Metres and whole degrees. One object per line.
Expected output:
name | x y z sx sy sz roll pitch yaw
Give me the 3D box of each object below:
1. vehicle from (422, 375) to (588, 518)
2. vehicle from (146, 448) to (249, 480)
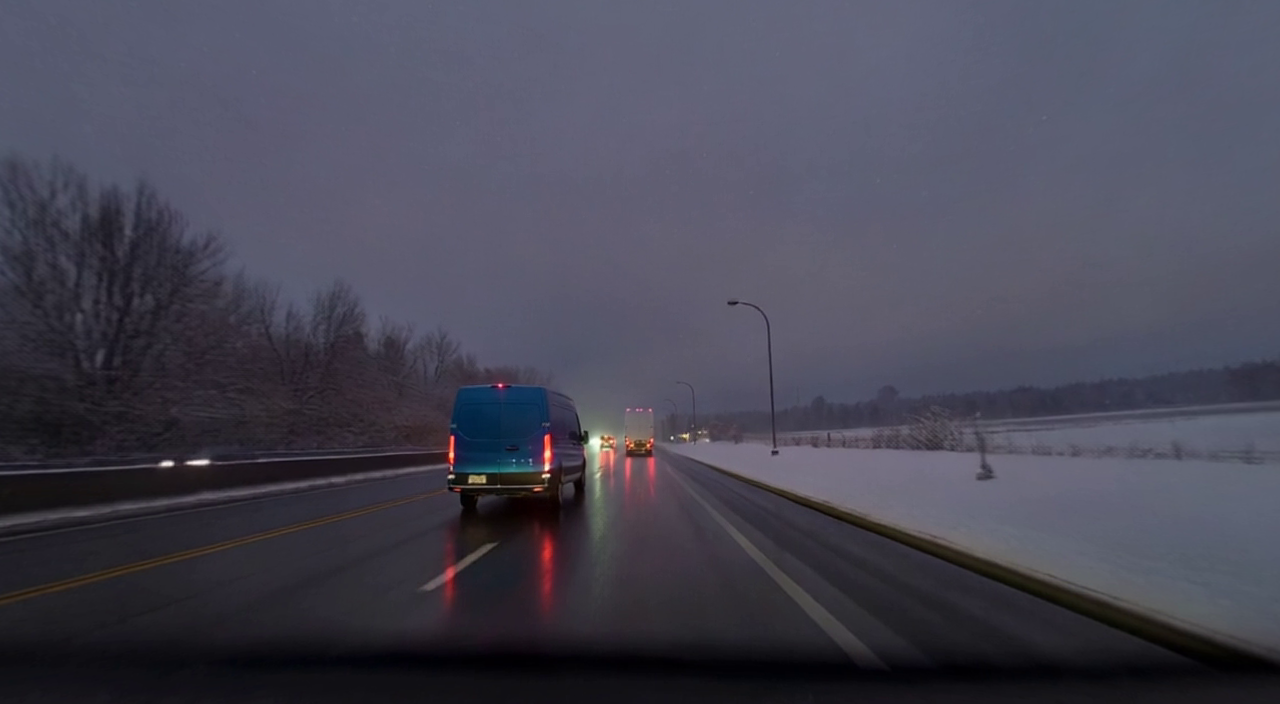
vehicle | -2.755 2.187 14.741 2.497 2.628 6.016 0 -8 0
vehicle | -22.749 5.766 32.620 1.979 1.499 4.612 0 -8 0
